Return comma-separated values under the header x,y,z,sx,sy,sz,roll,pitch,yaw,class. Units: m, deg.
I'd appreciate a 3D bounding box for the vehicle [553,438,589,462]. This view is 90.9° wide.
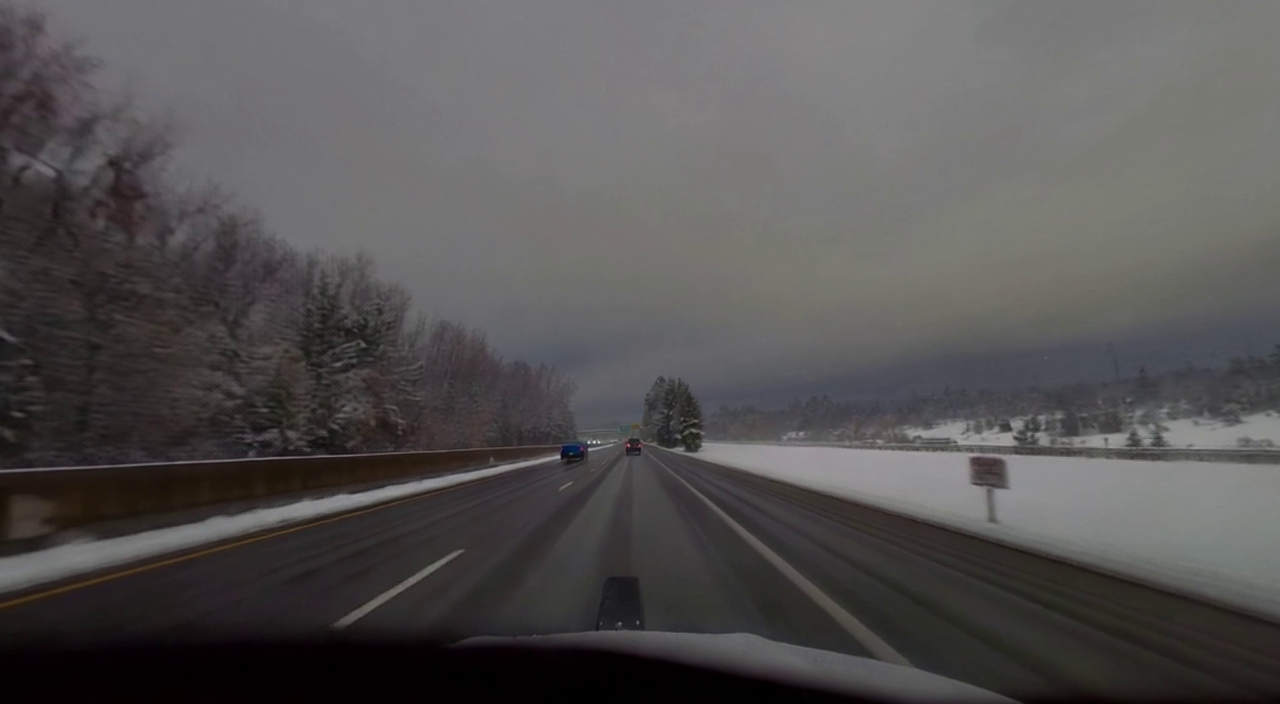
x,y,z,sx,sy,sz,roll,pitch,yaw,class
-4.564,6.535,42.108,2.002,1.553,4.247,0,-8,-1,vehicle
